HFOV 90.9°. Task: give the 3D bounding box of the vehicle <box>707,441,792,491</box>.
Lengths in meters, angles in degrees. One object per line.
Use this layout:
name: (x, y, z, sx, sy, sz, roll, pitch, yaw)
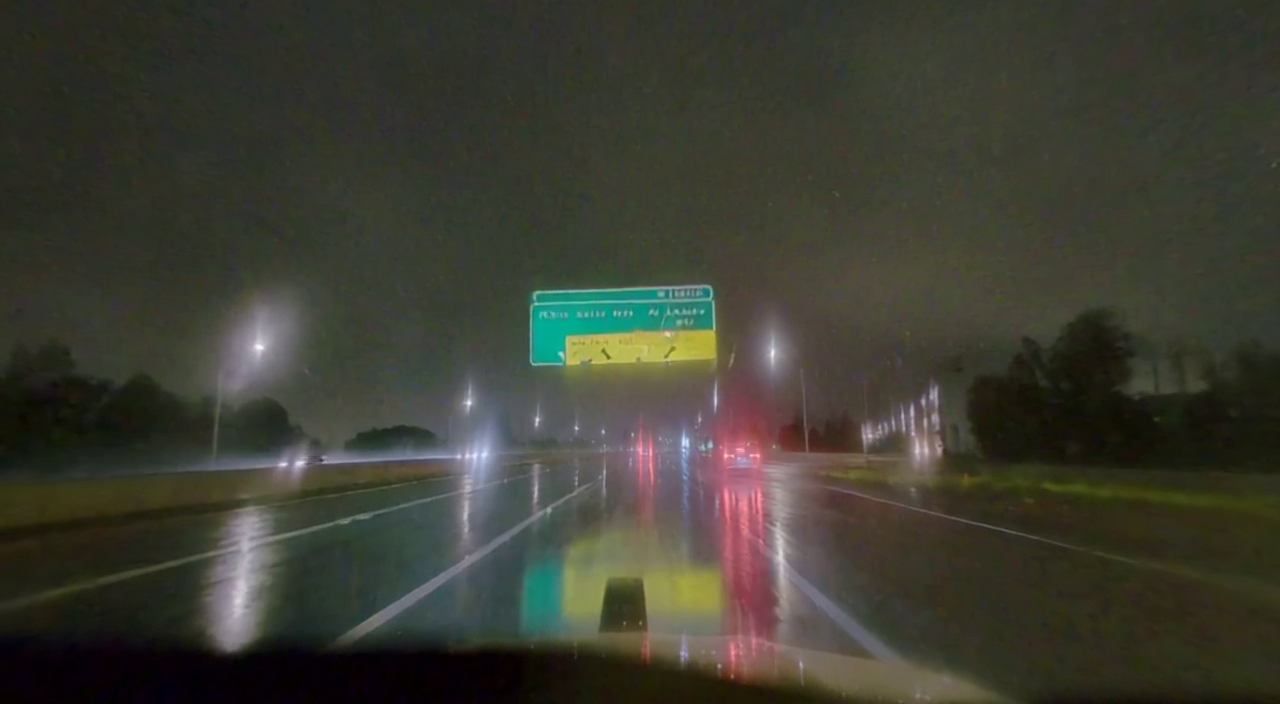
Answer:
vehicle: (3.595, 3.839, 21.595, 1.999, 1.492, 4.673, 0, -9, -1)
